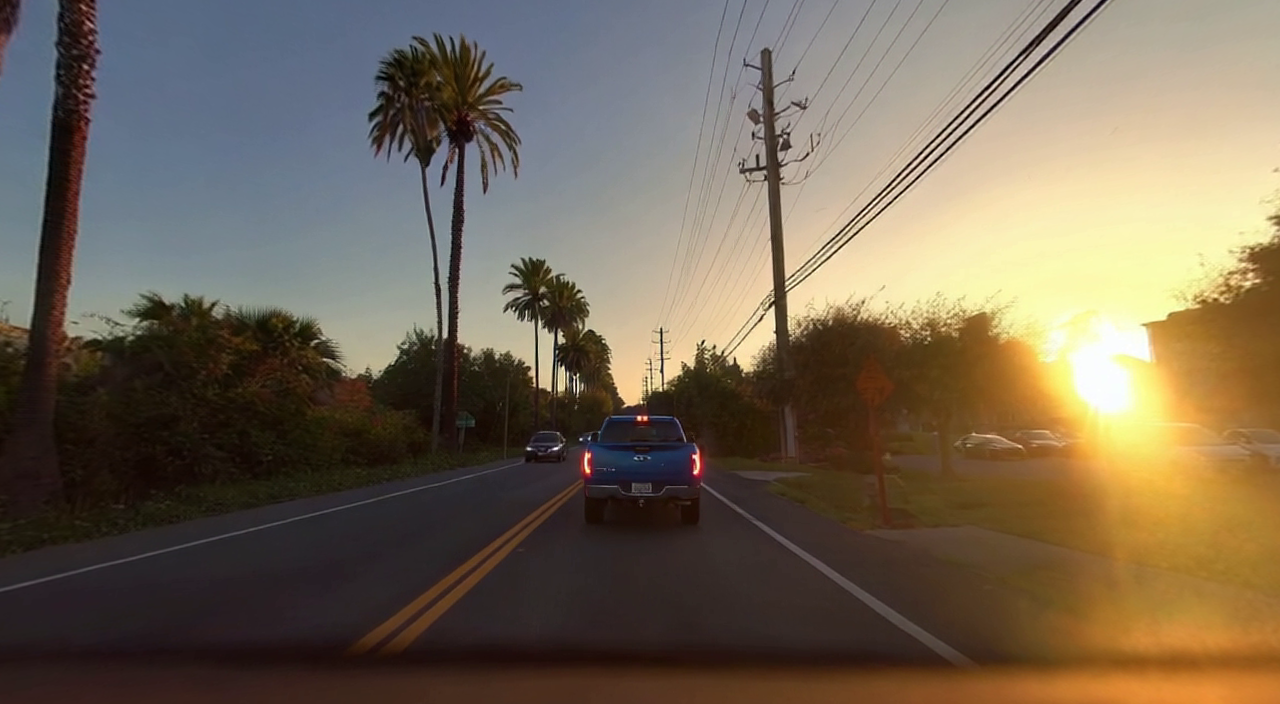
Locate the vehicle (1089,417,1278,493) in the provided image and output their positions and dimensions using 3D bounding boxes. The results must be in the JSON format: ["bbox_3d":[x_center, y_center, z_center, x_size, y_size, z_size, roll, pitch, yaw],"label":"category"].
[{"bbox_3d":[16.087,3.099,19.290,2.338,1.917,6.076,-3,-9,21],"label":"vehicle"}]

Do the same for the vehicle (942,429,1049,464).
[{"bbox_3d":[20.365,5.505,36.667,2.277,1.836,6.267,0,-9,-4],"label":"vehicle"}]

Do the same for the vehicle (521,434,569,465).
[{"bbox_3d":[-5.868,6.106,39.604,2.271,1.798,5.412,0,-8,-1],"label":"vehicle"}]

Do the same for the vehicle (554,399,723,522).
[{"bbox_3d":[-0.006,2.261,13.651,2.848,2.047,5.885,0,-8,0],"label":"vehicle"}]
